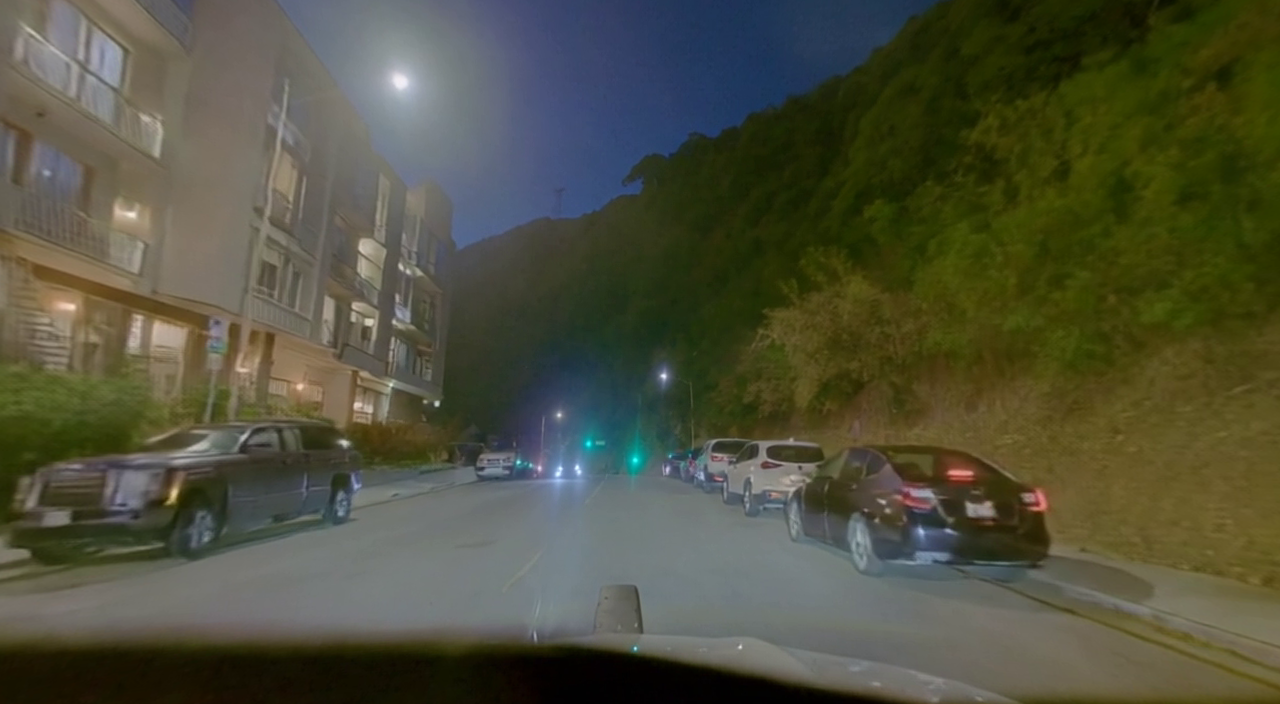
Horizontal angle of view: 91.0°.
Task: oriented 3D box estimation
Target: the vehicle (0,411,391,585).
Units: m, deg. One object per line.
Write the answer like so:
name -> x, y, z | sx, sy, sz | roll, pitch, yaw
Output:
vehicle -> -6.191, 1.984, 9.616 | 2.374, 1.843, 5.638 | 0, -9, 1

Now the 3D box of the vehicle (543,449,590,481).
vehicle -> -3.573, 5.624, 31.357 | 1.856, 1.474, 4.522 | 0, -10, -1

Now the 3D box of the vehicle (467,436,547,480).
vehicle -> -6.425, 5.369, 31.330 | 2.692, 1.949, 5.948 | 0, -11, 0

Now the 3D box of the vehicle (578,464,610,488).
vehicle -> -3.320, 9.148, 46.135 | 2.102, 1.621, 4.627 | 0, -13, -2

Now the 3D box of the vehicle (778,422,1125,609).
vehicle -> 3.218, 1.768, 7.781 | 1.926, 1.602, 4.433 | 0, -9, -1
